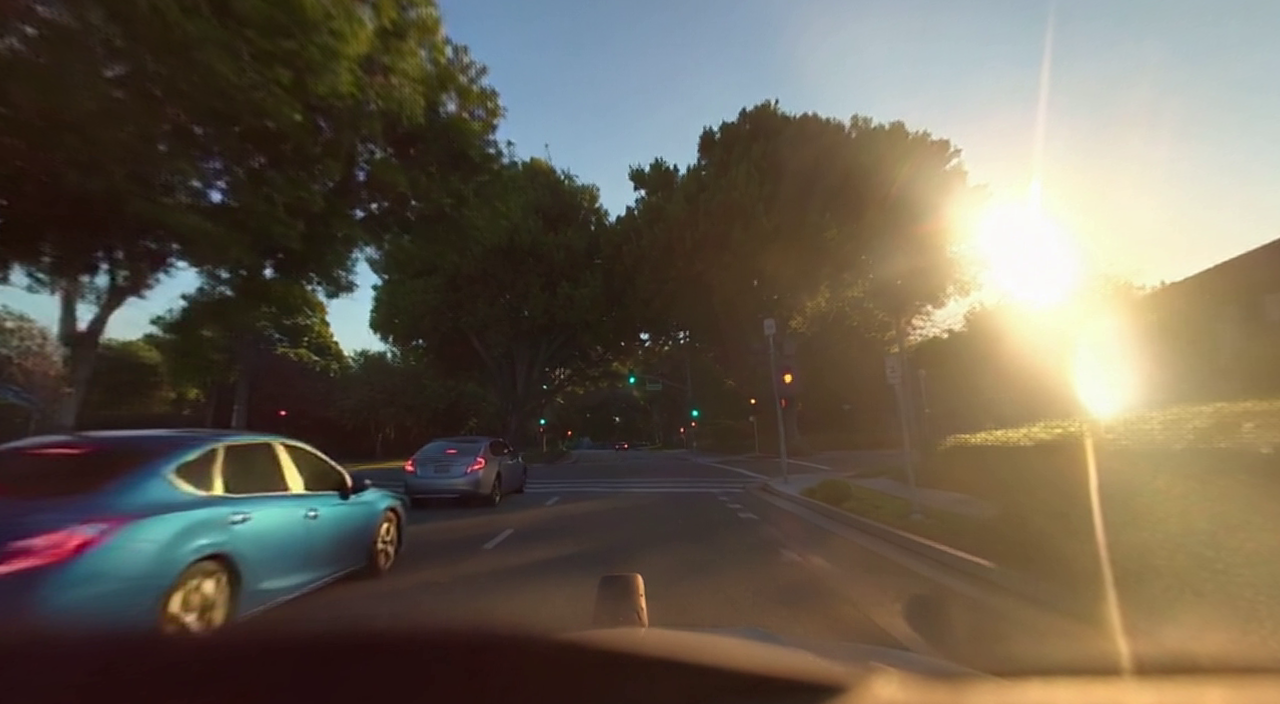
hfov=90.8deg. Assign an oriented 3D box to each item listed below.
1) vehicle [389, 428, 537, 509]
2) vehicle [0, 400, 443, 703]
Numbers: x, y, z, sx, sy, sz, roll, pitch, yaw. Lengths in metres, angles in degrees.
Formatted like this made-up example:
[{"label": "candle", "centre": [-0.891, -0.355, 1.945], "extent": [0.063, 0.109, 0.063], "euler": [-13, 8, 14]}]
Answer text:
[{"label": "vehicle", "centre": [-3.720, 2.538, 14.228], "extent": [1.980, 1.508, 4.502], "euler": [0, -9, 0]}, {"label": "vehicle", "centre": [-3.461, 1.332, 5.408], "extent": [2.038, 1.486, 4.678], "euler": [0, -9, 0]}]
